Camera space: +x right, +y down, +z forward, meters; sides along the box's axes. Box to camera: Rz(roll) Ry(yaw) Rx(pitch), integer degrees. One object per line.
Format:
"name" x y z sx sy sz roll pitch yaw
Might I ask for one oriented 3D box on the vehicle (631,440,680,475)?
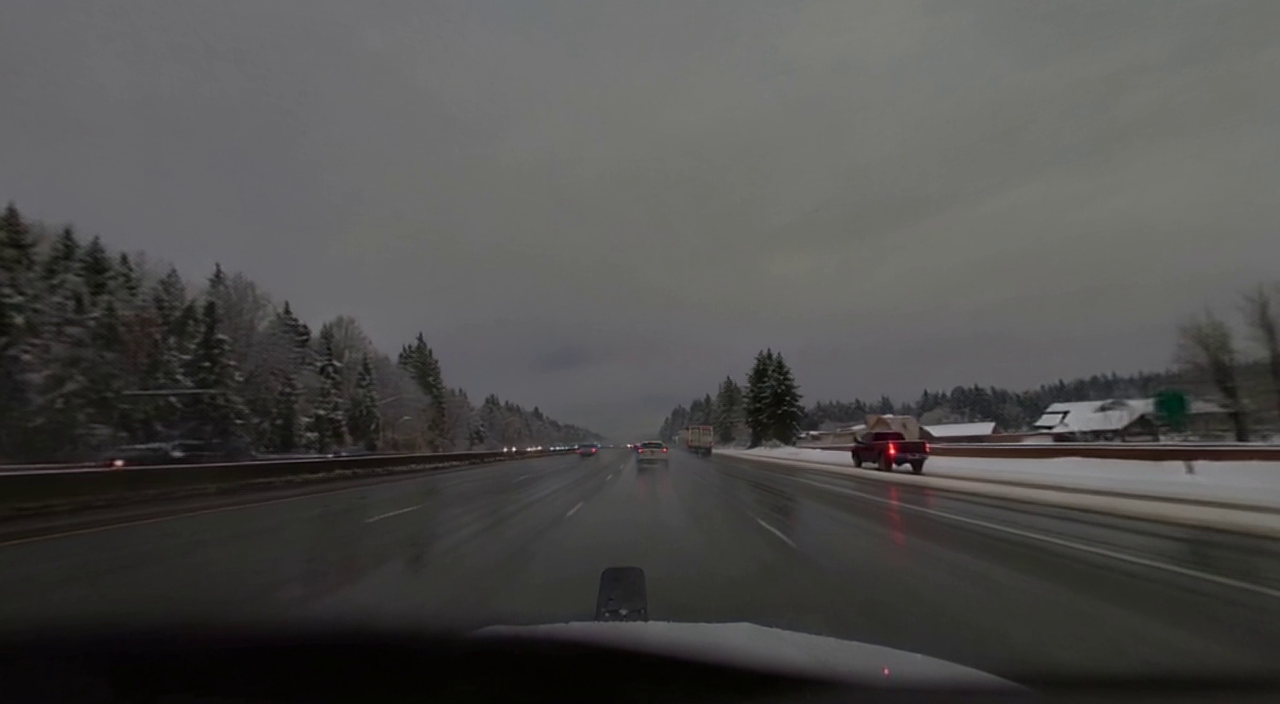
"vehicle" 0.683 4.835 29.120 2.112 1.482 4.082 0 -8 0

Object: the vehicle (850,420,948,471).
"vehicle" 13.275 4.856 32.886 2.336 2.415 6.056 0 -8 -2
